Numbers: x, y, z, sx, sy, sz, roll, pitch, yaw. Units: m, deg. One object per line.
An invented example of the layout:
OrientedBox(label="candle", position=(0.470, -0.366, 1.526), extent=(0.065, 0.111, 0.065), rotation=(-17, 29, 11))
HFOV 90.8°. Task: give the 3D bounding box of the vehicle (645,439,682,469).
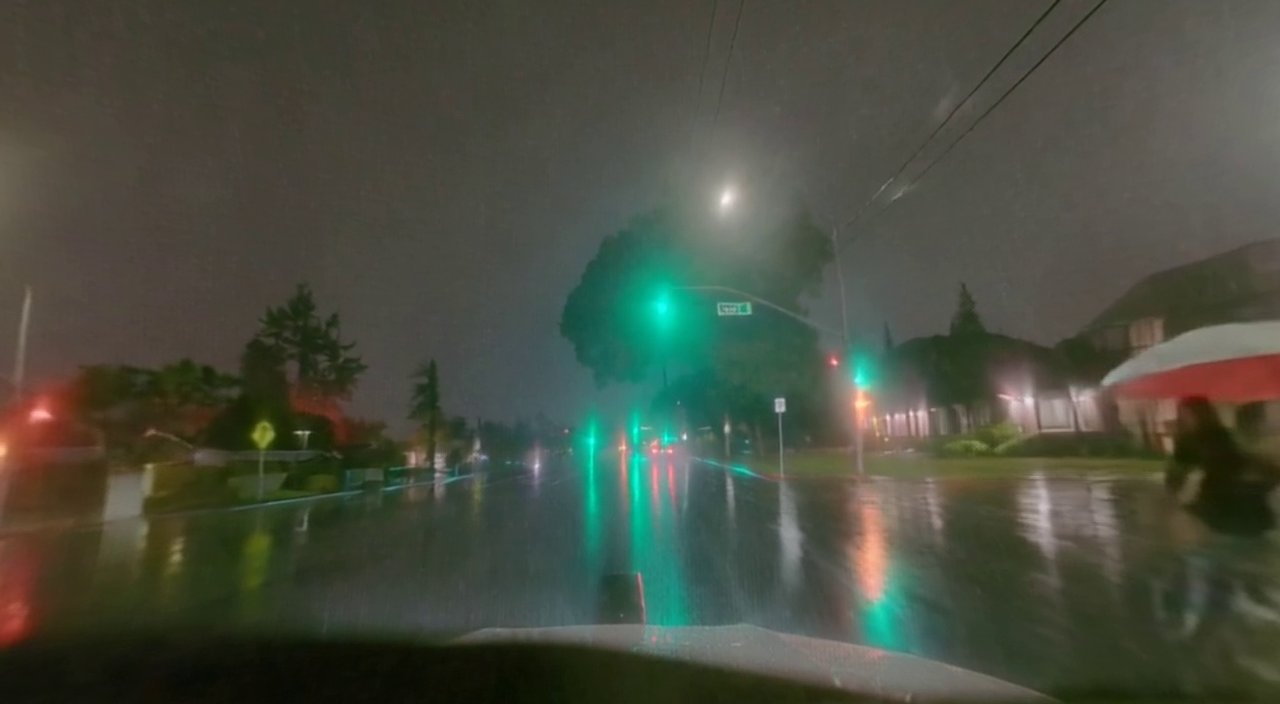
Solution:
OrientedBox(label="vehicle", position=(1.470, 6.514, 40.689), extent=(2.215, 1.799, 4.426), rotation=(0, -8, 1))
